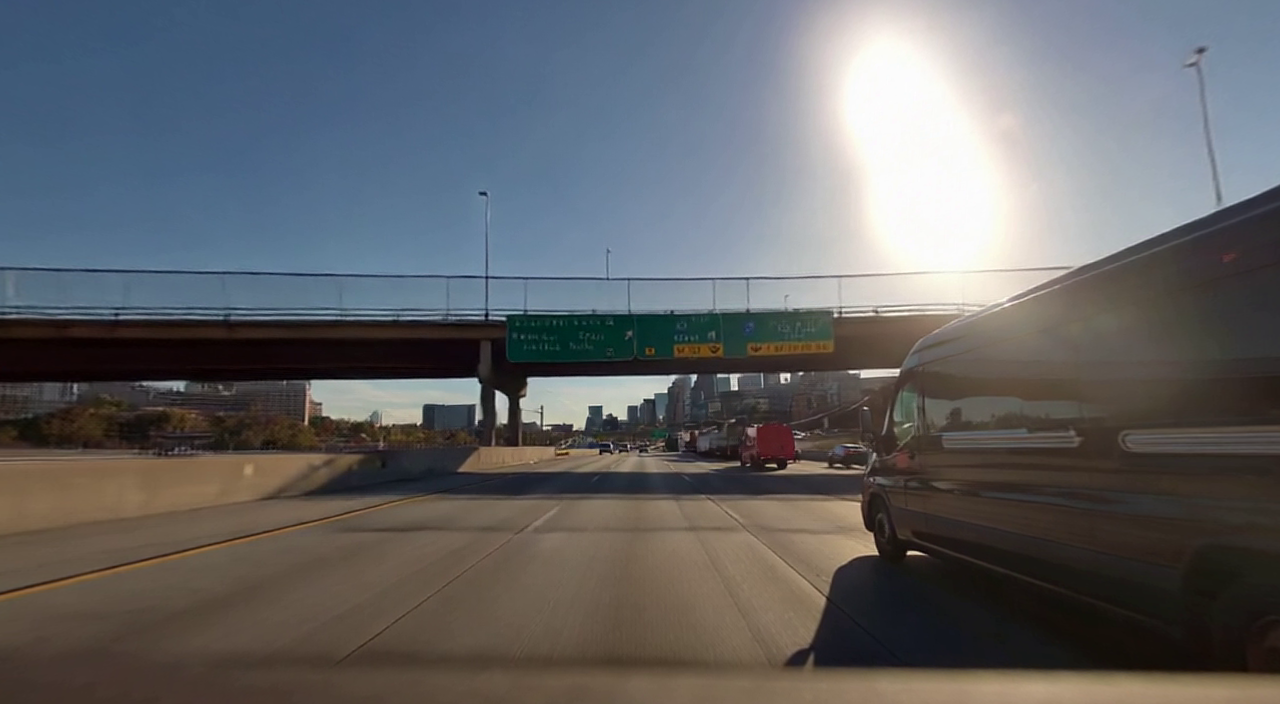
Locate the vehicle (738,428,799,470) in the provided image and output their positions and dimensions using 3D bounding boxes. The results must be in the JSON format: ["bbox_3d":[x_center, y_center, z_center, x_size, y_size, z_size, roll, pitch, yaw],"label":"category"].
[{"bbox_3d":[7.274,5.580,36.289,2.301,2.203,5.419,0,-8,-1],"label":"vehicle"}]

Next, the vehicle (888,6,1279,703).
[{"bbox_3d":[3.354,0.162,1.604,2.436,2.745,7.034,0,-8,-1],"label":"vehicle"}]

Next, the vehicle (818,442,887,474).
[{"bbox_3d":[10.769,5.403,32.357,1.976,1.474,4.779,0,-9,1],"label":"vehicle"}]

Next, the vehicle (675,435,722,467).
[{"bbox_3d":[3.723,6.480,41.422,2.464,1.961,5.520,0,-8,-1],"label":"vehicle"}]
